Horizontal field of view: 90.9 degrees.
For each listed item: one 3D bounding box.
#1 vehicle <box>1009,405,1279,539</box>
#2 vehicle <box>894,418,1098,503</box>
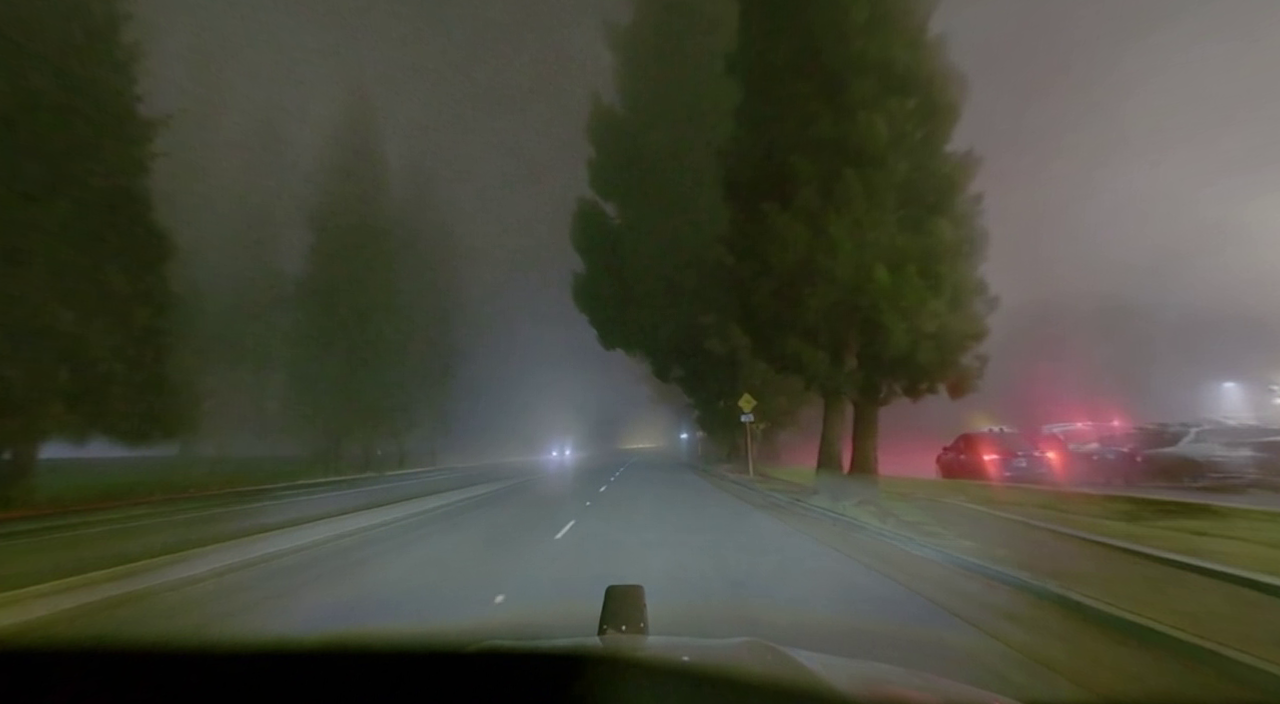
[{"bbox_3d":[8.016,1.673,9.403,1.993,1.476,4.821,0,-8,-1],"label":"vehicle"},{"bbox_3d":[7.804,2.479,14.531,1.896,1.615,4.778,0,-9,0],"label":"vehicle"}]
